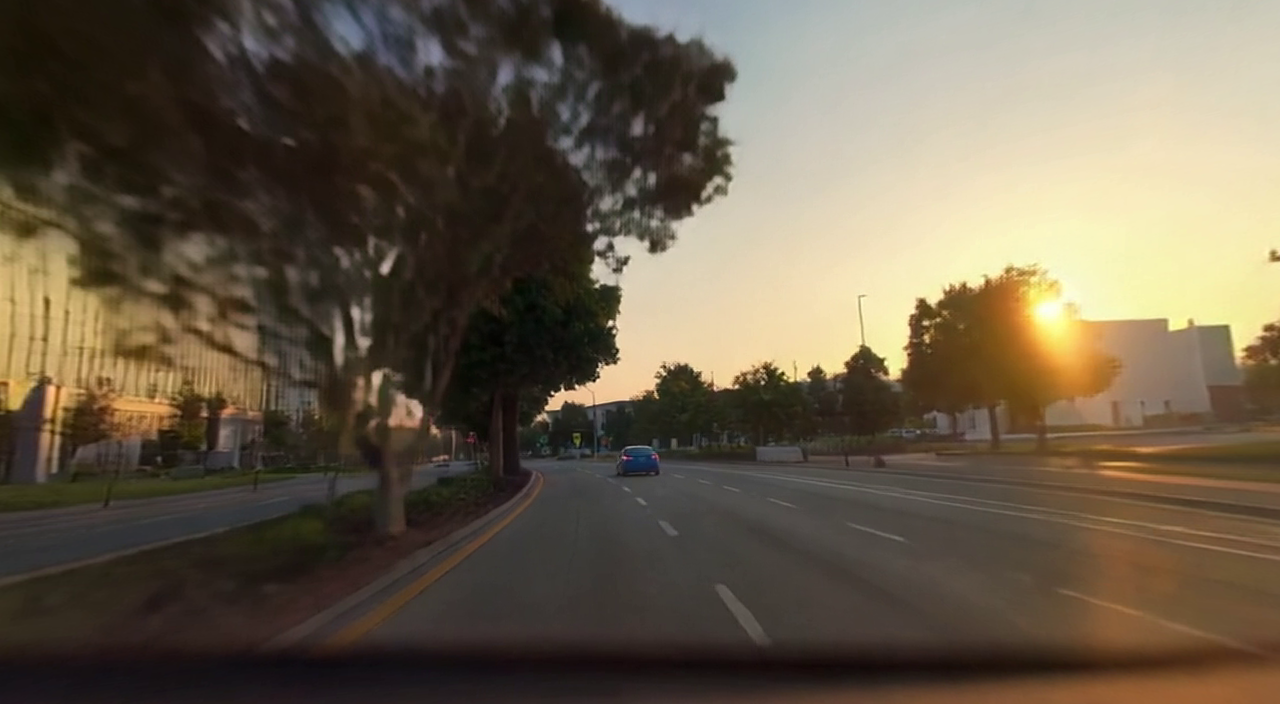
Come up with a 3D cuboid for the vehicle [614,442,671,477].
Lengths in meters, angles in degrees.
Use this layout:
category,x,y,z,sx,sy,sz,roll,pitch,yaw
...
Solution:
category,x,y,z,sx,sy,sz,roll,pitch,yaw
vehicle,0.023,5.460,32.441,2.165,1.633,4.381,1,-9,-10
